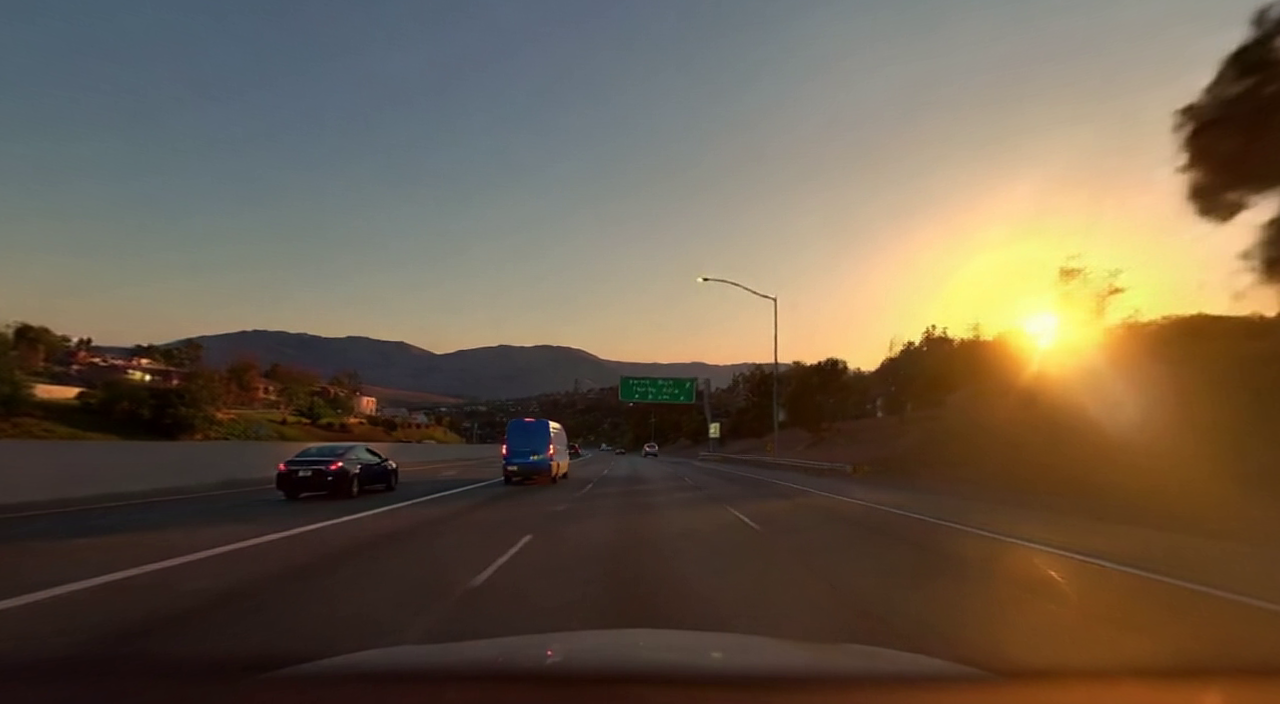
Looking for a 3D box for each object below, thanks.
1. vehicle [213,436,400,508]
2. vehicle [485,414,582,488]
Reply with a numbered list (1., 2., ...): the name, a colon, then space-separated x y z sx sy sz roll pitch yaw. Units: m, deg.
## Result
1. vehicle: -7.958 2.880 15.661 1.987 1.490 4.781 0 -8 1
2. vehicle: -3.536 3.444 22.062 2.372 2.248 5.393 0 -9 1
